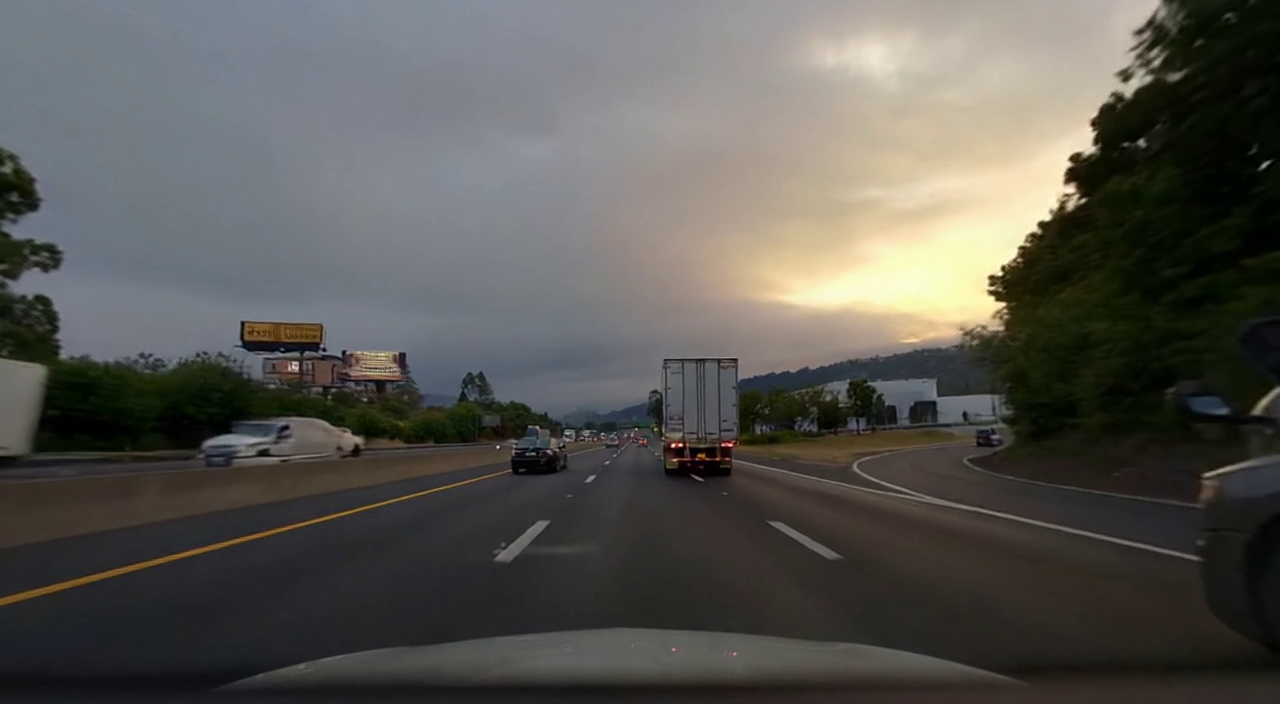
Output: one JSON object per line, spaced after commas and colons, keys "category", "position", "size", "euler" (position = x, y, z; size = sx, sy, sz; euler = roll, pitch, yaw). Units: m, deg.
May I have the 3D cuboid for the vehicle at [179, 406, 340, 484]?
{"category": "vehicle", "position": [-15.979, 3.975, 27.198], "size": [2.606, 2.906, 6.895], "euler": [0, -8, 0]}

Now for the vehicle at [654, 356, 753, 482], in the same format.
{"category": "vehicle", "position": [2.028, 2.775, 24.795], "size": [2.871, 3.815, 11.331], "euler": [0, -8, 1]}

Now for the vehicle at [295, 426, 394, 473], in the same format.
{"category": "vehicle", "position": [-15.925, 5.276, 34.442], "size": [2.437, 2.311, 6.057], "euler": [0, -8, 0]}

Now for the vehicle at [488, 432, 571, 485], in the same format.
{"category": "vehicle", "position": [-3.368, 3.299, 19.956], "size": [1.930, 1.484, 3.849], "euler": [0, -8, 0]}
